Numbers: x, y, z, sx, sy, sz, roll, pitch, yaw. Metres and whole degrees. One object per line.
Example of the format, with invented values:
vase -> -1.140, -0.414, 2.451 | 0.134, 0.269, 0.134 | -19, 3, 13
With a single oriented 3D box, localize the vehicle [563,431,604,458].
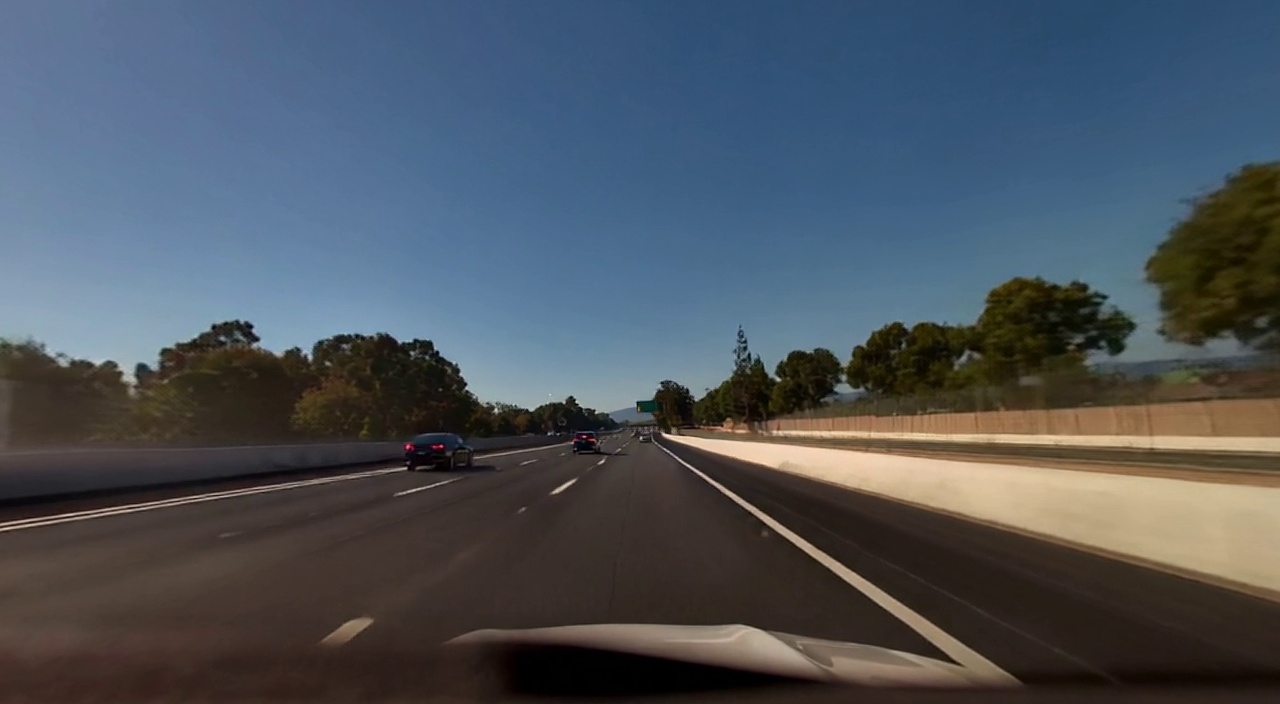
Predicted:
vehicle -> -3.423, 5.687, 38.995 | 2.064, 1.571, 4.225 | 0, -8, 1

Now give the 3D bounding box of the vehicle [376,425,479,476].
vehicle -> -7.425, 3.491, 22.524 | 2.113, 1.632, 4.409 | 0, -8, 1
